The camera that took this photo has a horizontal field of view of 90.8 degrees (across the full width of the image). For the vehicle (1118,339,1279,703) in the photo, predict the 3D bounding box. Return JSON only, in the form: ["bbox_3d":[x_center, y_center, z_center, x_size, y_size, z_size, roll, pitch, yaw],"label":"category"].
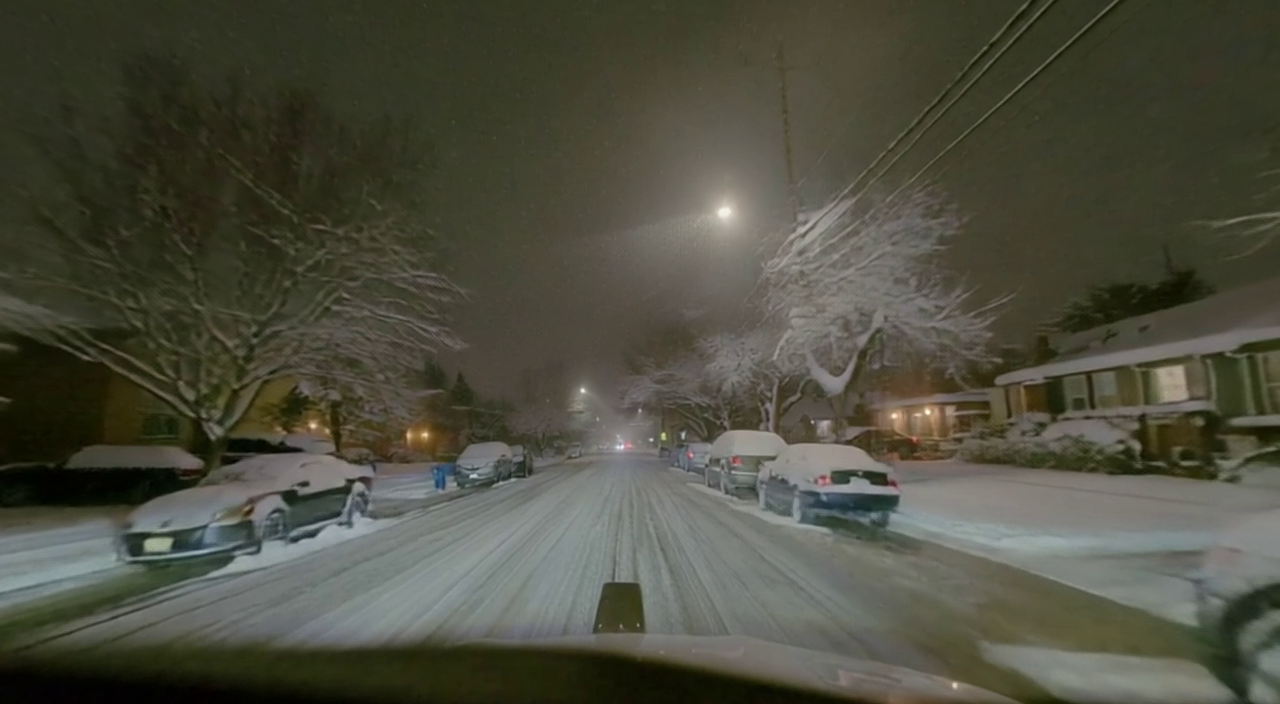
[{"bbox_3d":[3.521,0.573,0.699,2.247,1.618,4.655,2,-8,-2],"label":"vehicle"}]

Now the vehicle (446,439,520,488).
[{"bbox_3d":[-6.632,4.758,27.117,2.118,1.753,4.377,-4,-9,-2],"label":"vehicle"}]

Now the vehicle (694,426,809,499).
[{"bbox_3d":[3.023,3.169,18.574,2.122,1.809,5.421,0,-8,-3],"label":"vehicle"}]

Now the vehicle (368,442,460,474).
[{"bbox_3d":[-13.606,6.373,38.209,4.729,1.831,2.174,0,-9,-1],"label":"vehicle"}]

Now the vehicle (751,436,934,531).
[{"bbox_3d":[3.561,2.386,12.148,1.848,1.436,4.582,0,-8,-2],"label":"vehicle"}]

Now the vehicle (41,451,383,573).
[{"bbox_3d":[-6.279,2.354,10.240,2.199,1.439,4.757,-1,-9,0],"label":"vehicle"}]
